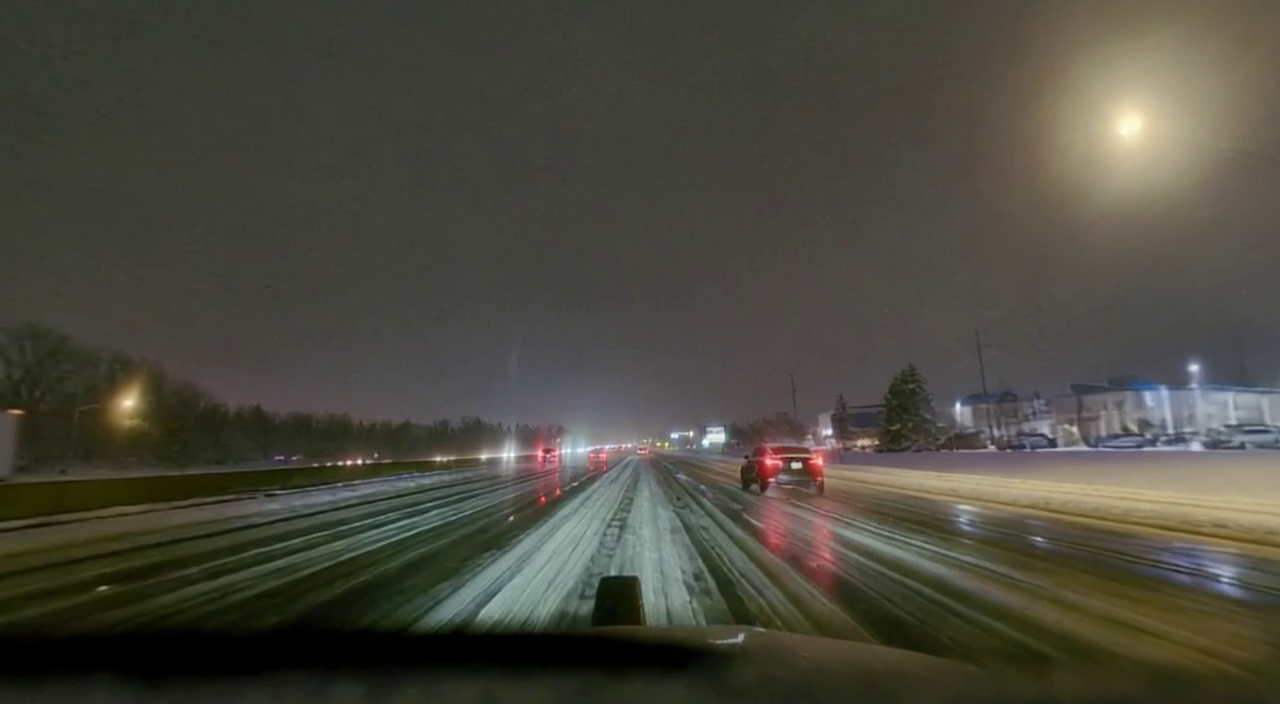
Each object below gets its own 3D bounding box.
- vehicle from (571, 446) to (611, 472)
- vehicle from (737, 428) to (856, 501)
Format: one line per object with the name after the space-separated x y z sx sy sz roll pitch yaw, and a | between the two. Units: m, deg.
-2.965 6.600 39.207 2.139 1.510 4.506 0 -9 0 | vehicle
4.234 3.135 17.949 2.109 1.764 4.704 0 -9 -1 | vehicle
